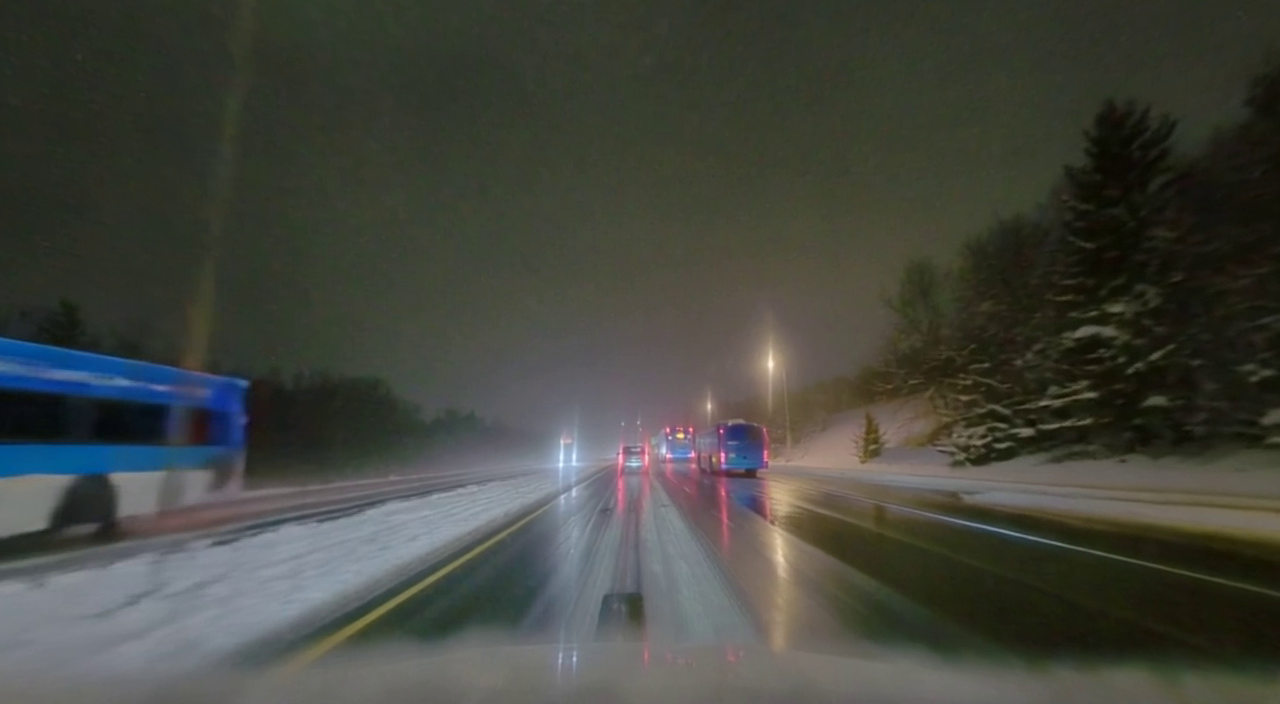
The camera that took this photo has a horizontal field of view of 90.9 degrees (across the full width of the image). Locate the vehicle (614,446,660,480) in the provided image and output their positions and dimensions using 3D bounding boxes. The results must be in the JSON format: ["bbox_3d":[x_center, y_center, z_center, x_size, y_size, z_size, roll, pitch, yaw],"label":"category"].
[{"bbox_3d":[-0.158,5.119,29.354,2.004,1.449,3.817,0,-9,-1],"label":"vehicle"}]

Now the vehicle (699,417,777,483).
[{"bbox_3d":[4.134,4.325,27.829,2.440,2.555,5.957,0,-9,-1],"label":"vehicle"}]

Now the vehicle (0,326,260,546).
[{"bbox_3d":[-13.478,1.668,12.356,3.170,4.049,14.238,0,-9,0],"label":"vehicle"}]
